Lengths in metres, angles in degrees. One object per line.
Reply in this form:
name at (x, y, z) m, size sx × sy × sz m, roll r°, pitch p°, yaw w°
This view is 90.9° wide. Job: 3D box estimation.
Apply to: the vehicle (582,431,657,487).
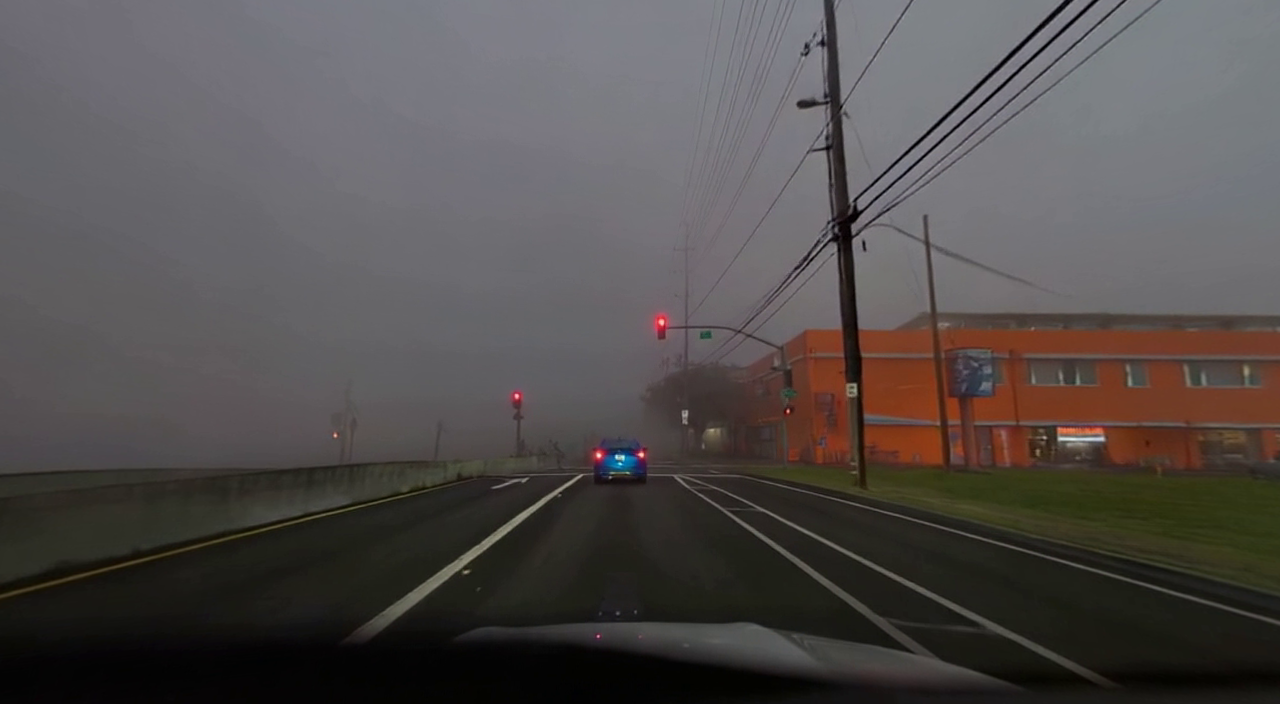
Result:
vehicle at (-0.619, 3.285, 19.721) m, size 2.123 × 1.566 × 3.662 m, roll 0°, pitch -8°, yaw -1°
